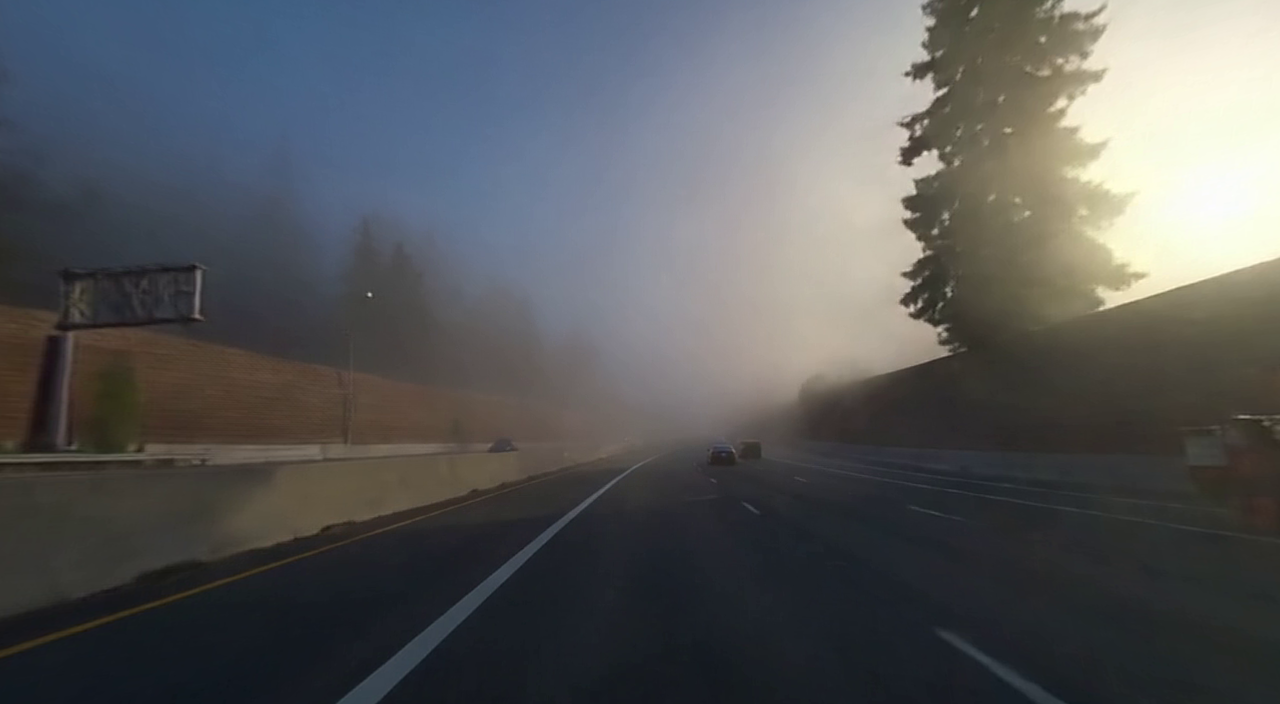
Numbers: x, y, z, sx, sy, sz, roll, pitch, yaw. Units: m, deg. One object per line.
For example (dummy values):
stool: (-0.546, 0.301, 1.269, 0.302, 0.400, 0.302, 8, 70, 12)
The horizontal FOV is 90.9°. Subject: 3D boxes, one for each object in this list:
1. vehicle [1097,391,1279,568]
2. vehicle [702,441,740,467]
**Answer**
vehicle: (8.126, 1.390, 6.839, 2.188, 1.924, 5.511, 0, -8, 0)
vehicle: (4.946, 6.287, 39.081, 1.926, 1.477, 4.080, 0, -8, 2)
